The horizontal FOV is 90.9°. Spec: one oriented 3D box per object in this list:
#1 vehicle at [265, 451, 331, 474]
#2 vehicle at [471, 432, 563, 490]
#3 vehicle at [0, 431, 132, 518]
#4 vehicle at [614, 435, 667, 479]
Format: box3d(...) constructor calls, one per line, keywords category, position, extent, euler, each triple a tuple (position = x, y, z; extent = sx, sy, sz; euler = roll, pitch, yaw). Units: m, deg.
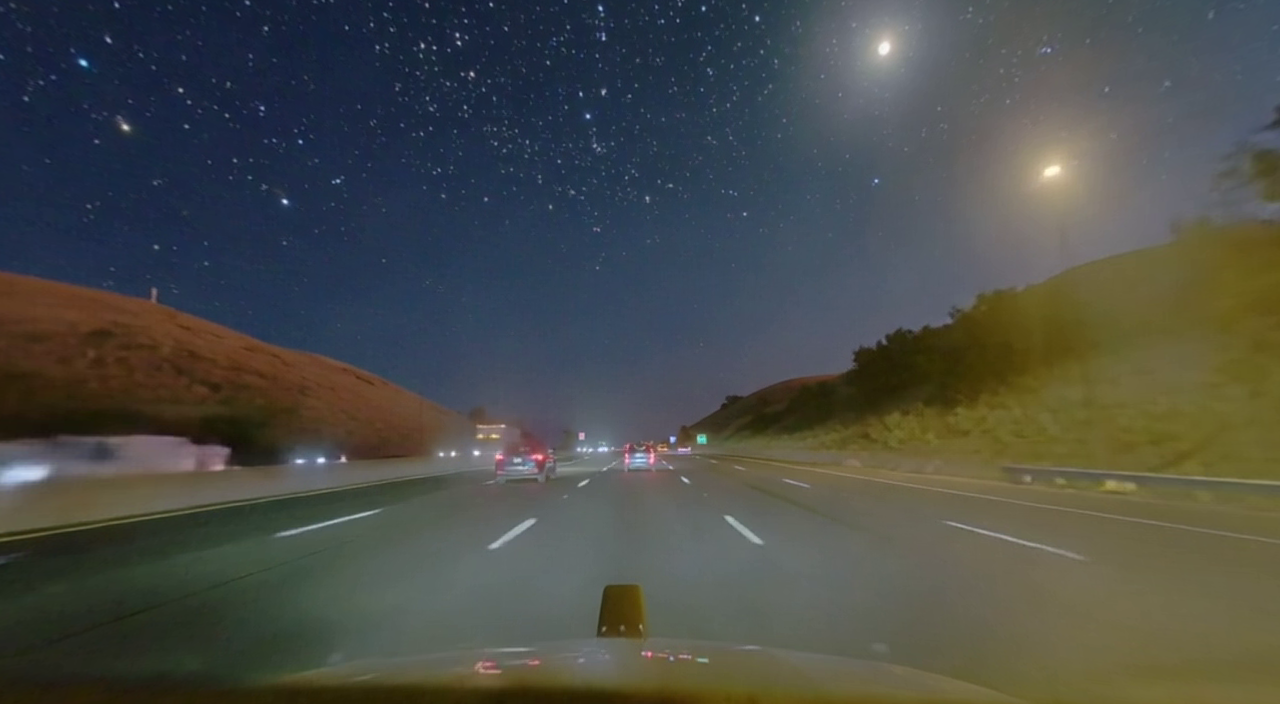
box3d(category="vehicle", position=(-23.531, 7.632, 43.616), extent=(1.886, 1.445, 4.611), euler=(0, -8, 1))
box3d(category="vehicle", position=(-3.832, 3.490, 20.503), extent=(2.076, 1.690, 4.113), euler=(0, -8, 1))
box3d(category="vehicle", position=(-12.589, 2.287, 11.848), extent=(1.921, 1.577, 4.913), euler=(0, -8, 1))
box3d(category="vehicle", position=(0.022, 4.412, 26.824), extent=(2.086, 1.685, 4.206), euler=(0, -8, 0))
